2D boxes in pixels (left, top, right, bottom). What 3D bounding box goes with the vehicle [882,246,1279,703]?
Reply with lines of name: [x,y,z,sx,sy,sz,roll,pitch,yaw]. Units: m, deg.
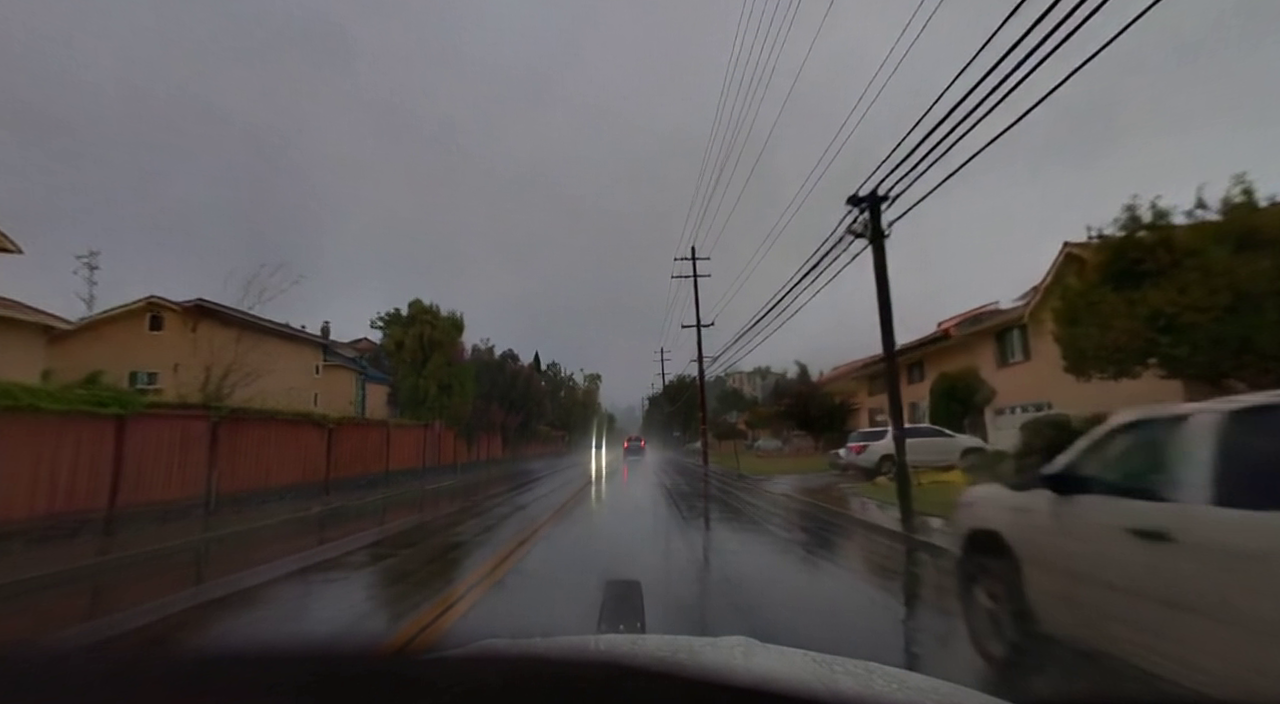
vehicle: [3.021,0.715,1.887,2.278,1.933,5.860,3,-8,-1]
